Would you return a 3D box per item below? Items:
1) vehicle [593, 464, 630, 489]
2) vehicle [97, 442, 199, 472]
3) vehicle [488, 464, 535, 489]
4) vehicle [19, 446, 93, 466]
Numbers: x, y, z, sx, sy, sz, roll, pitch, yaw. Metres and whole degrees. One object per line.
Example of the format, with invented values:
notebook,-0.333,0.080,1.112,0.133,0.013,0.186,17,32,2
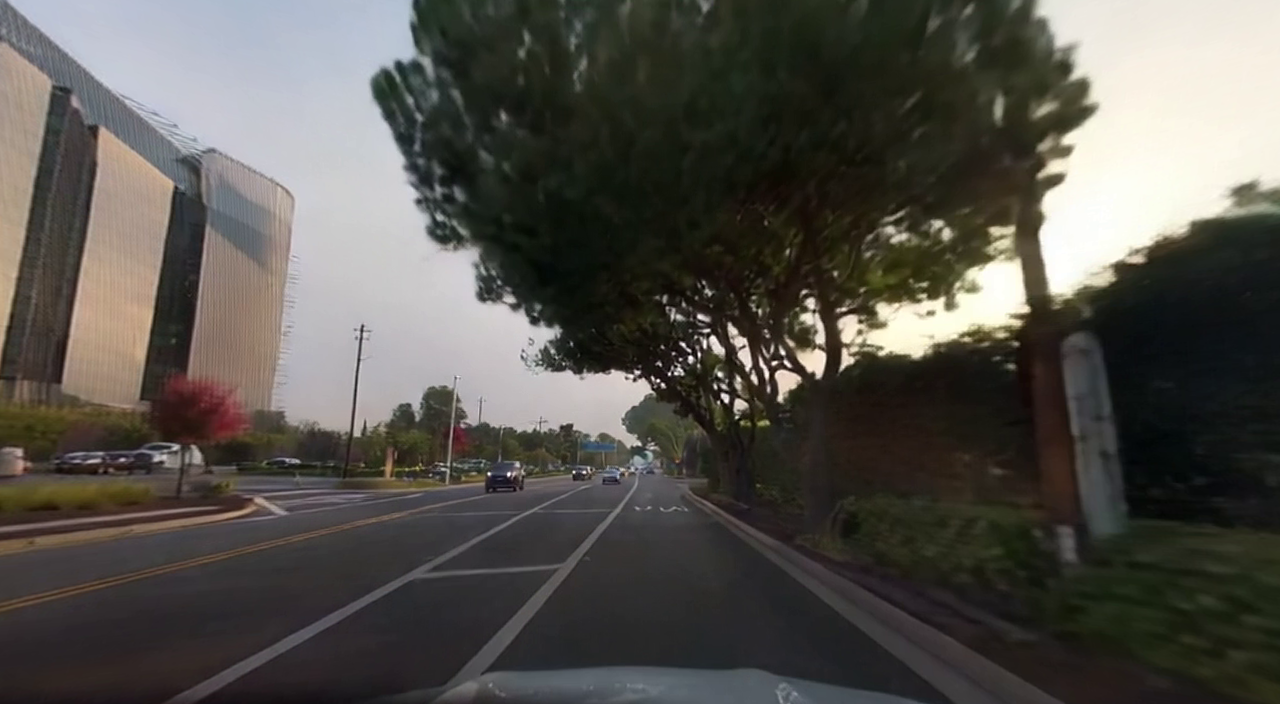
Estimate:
vehicle,-1.974,8.748,44.120,2.067,1.629,3.858,0,-11,5
vehicle,-34.922,7.540,44.797,2.033,1.959,5.294,-3,-11,20
vehicle,-8.278,8.066,40.831,1.979,1.499,4.666,0,-11,0
vehicle,-46.337,8.277,49.902,1.714,1.464,3.804,-3,-11,18
